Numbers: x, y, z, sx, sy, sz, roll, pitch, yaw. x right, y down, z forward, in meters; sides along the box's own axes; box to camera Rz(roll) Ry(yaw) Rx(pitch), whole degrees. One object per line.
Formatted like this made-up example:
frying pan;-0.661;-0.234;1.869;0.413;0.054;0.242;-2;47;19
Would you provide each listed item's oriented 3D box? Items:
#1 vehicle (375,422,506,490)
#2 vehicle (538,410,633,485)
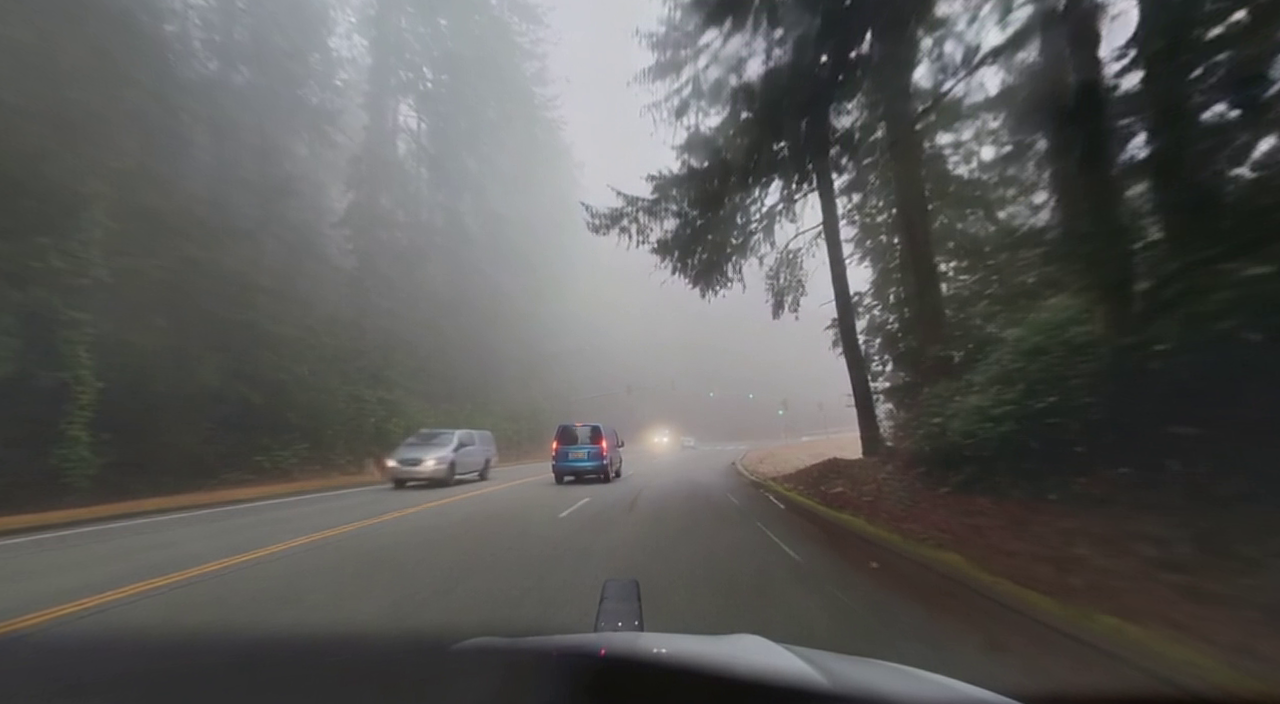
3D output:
vehicle;-5.494;2.973;18.087;1.968;1.674;4.451;-2;-9;5
vehicle;-1.625;3.168;21.021;2.362;2.185;5.212;-1;-8;4
